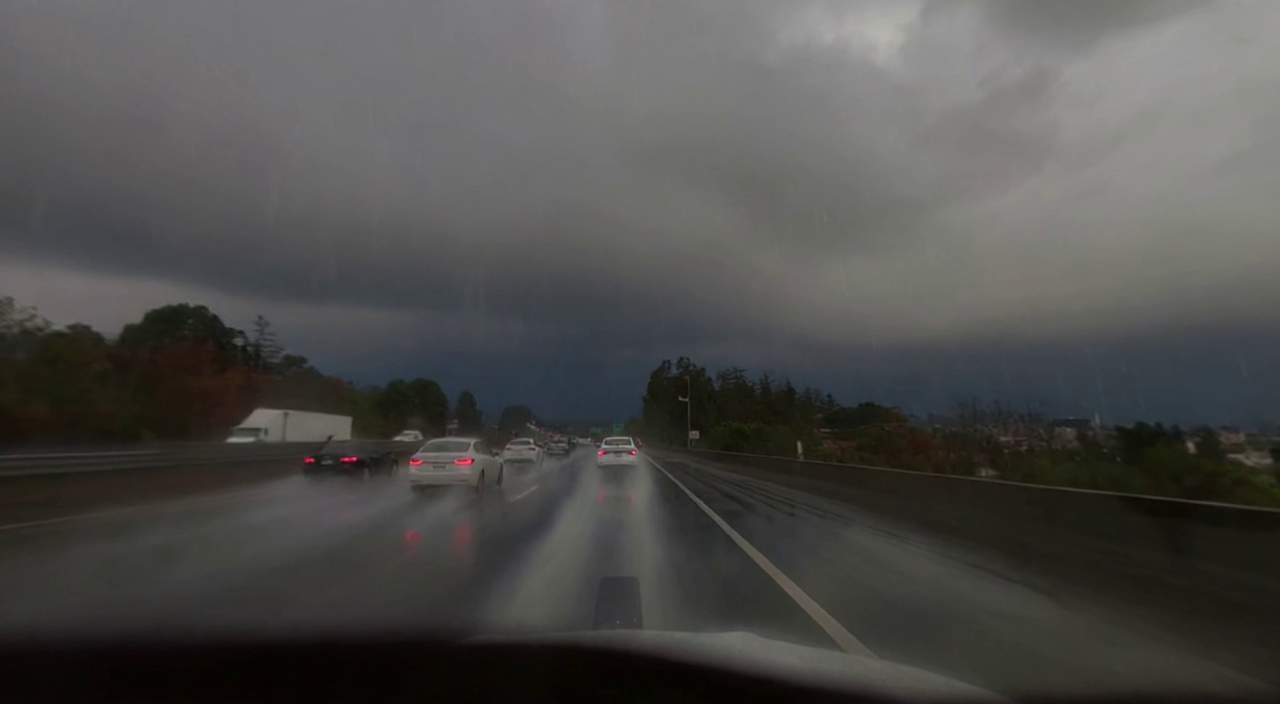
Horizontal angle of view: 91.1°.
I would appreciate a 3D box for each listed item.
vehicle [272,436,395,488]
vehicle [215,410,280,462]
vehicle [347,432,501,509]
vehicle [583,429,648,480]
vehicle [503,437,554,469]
[{"bbox_3d":[-9.342,3.341,19.555,1.850,1.439,3.932,0,-8,0],"label":"vehicle"},{"bbox_3d":[-30.421,6.537,48.813,2.981,3.860,2.886,0,-8,-2],"label":"vehicle"},{"bbox_3d":[-4.642,2.569,14.319,1.971,1.464,4.386,0,-8,0],"label":"vehicle"},{"bbox_3d":[-0.874,3.686,22.986,2.178,1.658,3.916,0,-8,-2],"label":"vehicle"},{"bbox_3d":[-5.343,4.899,30.679,1.835,1.432,3.835,0,-8,-1],"label":"vehicle"}]
